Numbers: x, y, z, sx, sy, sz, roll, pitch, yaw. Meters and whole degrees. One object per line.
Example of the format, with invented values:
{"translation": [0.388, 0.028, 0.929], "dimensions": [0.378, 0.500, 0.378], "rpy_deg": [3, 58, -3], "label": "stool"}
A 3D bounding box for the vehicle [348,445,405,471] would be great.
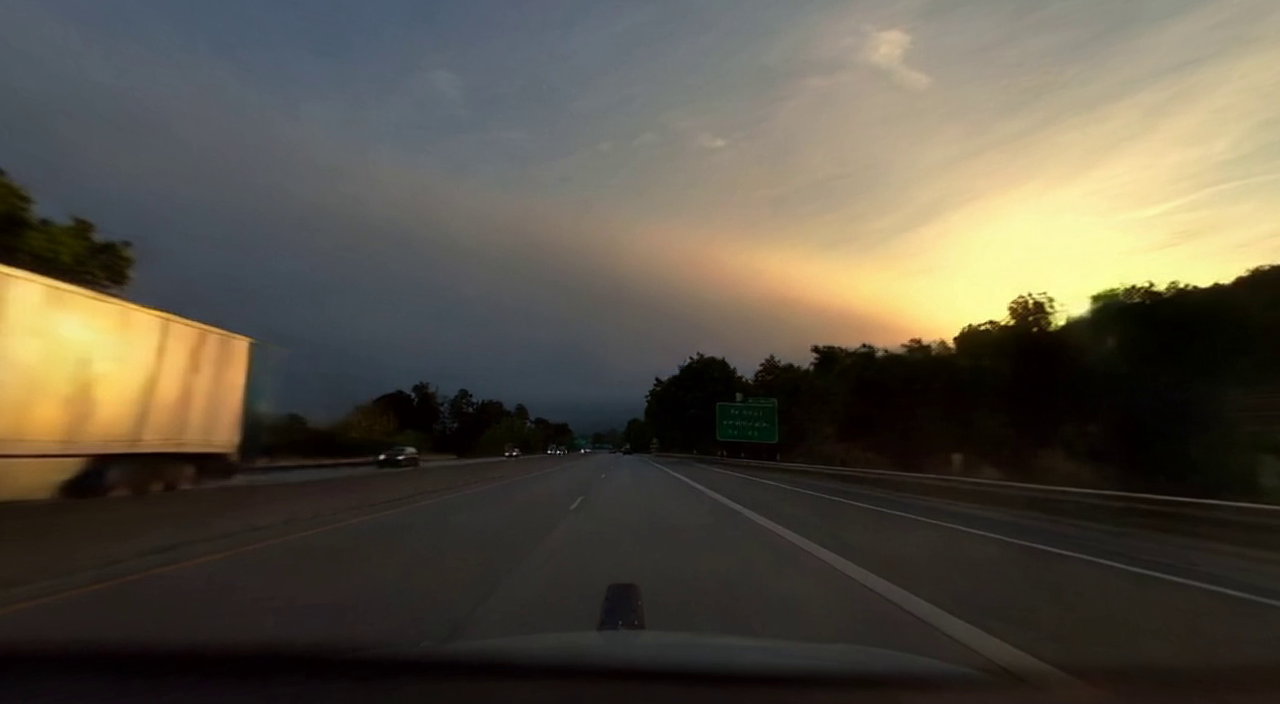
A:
{"translation": [-16.742, 6.754, 40.153], "dimensions": [1.958, 1.497, 4.022], "rpy_deg": [0, -9, 0], "label": "vehicle"}
